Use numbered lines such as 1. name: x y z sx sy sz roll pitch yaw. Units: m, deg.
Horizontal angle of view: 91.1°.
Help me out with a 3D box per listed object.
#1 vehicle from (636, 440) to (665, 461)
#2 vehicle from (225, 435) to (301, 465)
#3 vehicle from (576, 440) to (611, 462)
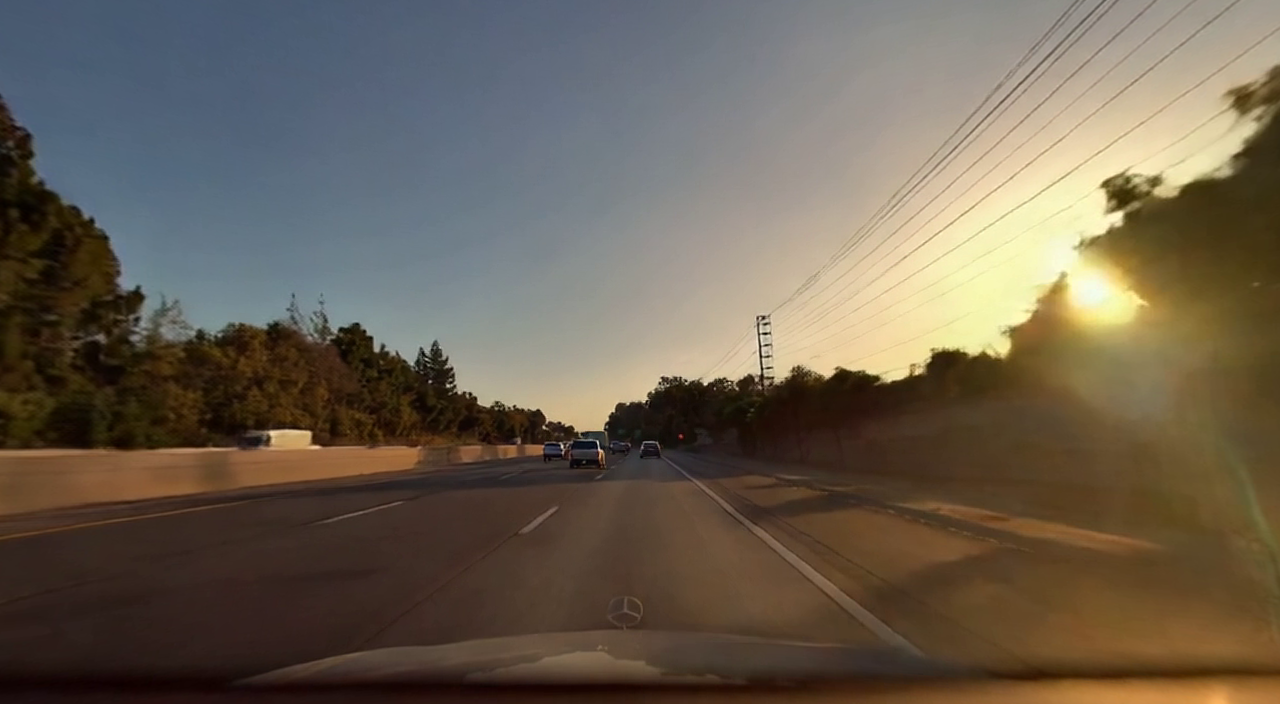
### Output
1. vehicle: 0.794 7.326 46.702 2.057 1.453 3.926 0 -8 1
2. vehicle: -29.154 7.590 48.815 2.253 2.185 5.831 0 -8 1
3. vehicle: -3.224 6.990 44.320 2.046 1.478 4.111 0 -8 1
